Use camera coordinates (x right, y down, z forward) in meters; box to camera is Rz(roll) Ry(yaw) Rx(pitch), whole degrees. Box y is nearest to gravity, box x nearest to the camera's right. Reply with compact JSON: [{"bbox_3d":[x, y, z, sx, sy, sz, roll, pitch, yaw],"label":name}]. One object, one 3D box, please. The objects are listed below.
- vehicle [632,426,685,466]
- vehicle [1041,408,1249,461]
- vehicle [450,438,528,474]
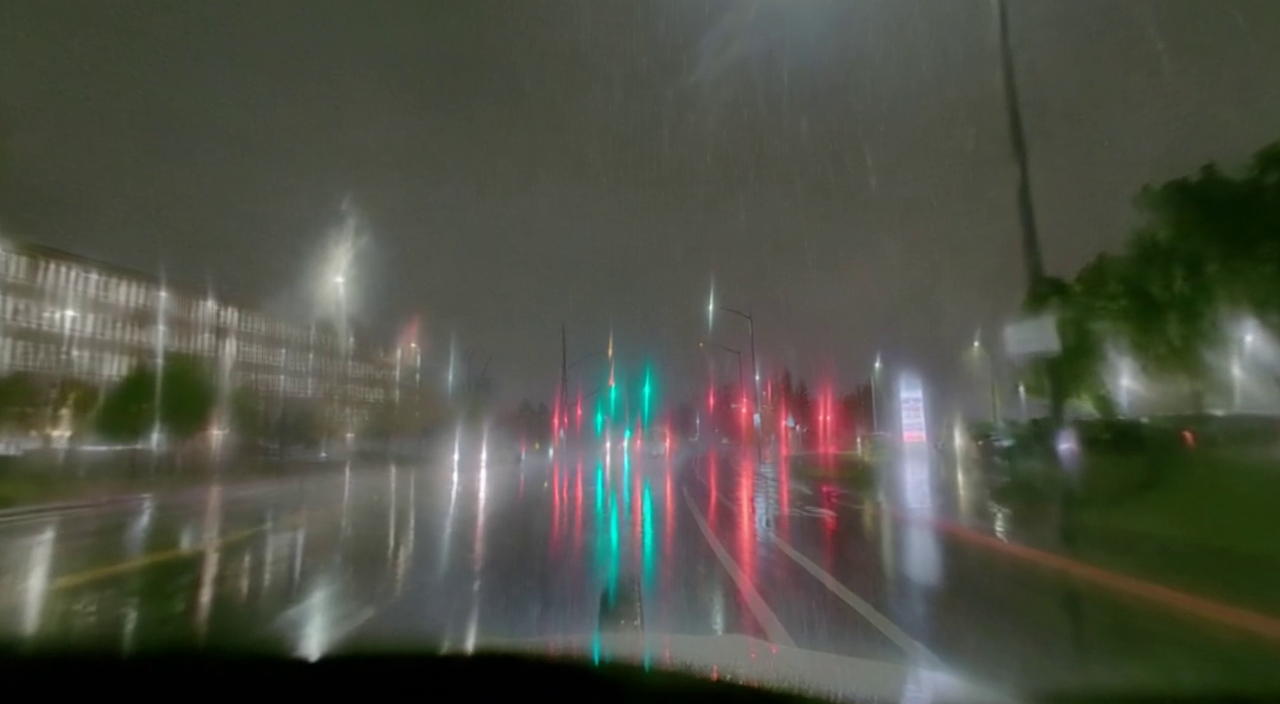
[{"bbox_3d":[1.006,4.725,31.814,2.230,1.827,4.298,-1,-8,7],"label":"vehicle"},{"bbox_3d":[14.949,2.488,18.940,4.486,1.494,1.802,-1,-8,5],"label":"vehicle"},{"bbox_3d":[-6.651,4.635,28.432,1.939,1.484,4.645,-1,-8,6],"label":"vehicle"}]
